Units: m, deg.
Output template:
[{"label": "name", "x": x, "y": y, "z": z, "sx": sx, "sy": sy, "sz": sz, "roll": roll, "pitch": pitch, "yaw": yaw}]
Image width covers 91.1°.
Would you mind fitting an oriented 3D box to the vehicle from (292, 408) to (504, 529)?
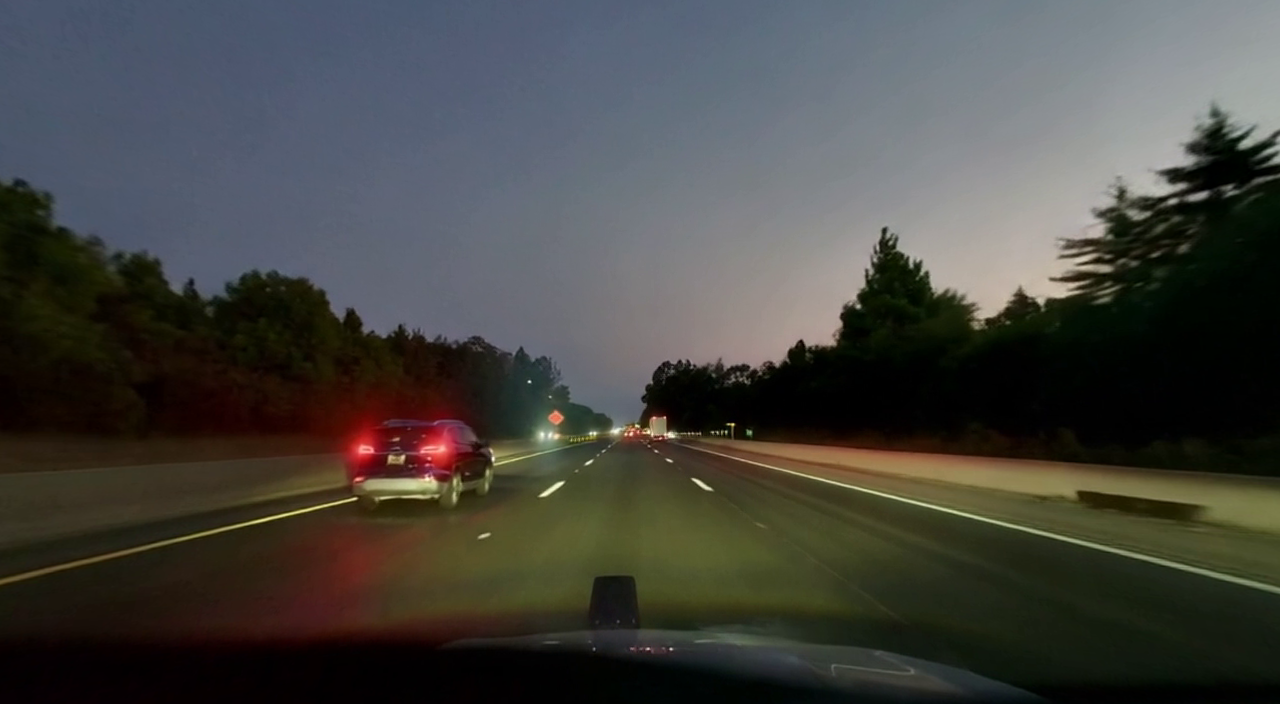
[{"label": "vehicle", "x": -3.694, "y": 1.839, "z": 10.512, "sx": 2.000, "sy": 1.620, "sz": 3.929, "roll": 0, "pitch": -8, "yaw": -1}]
